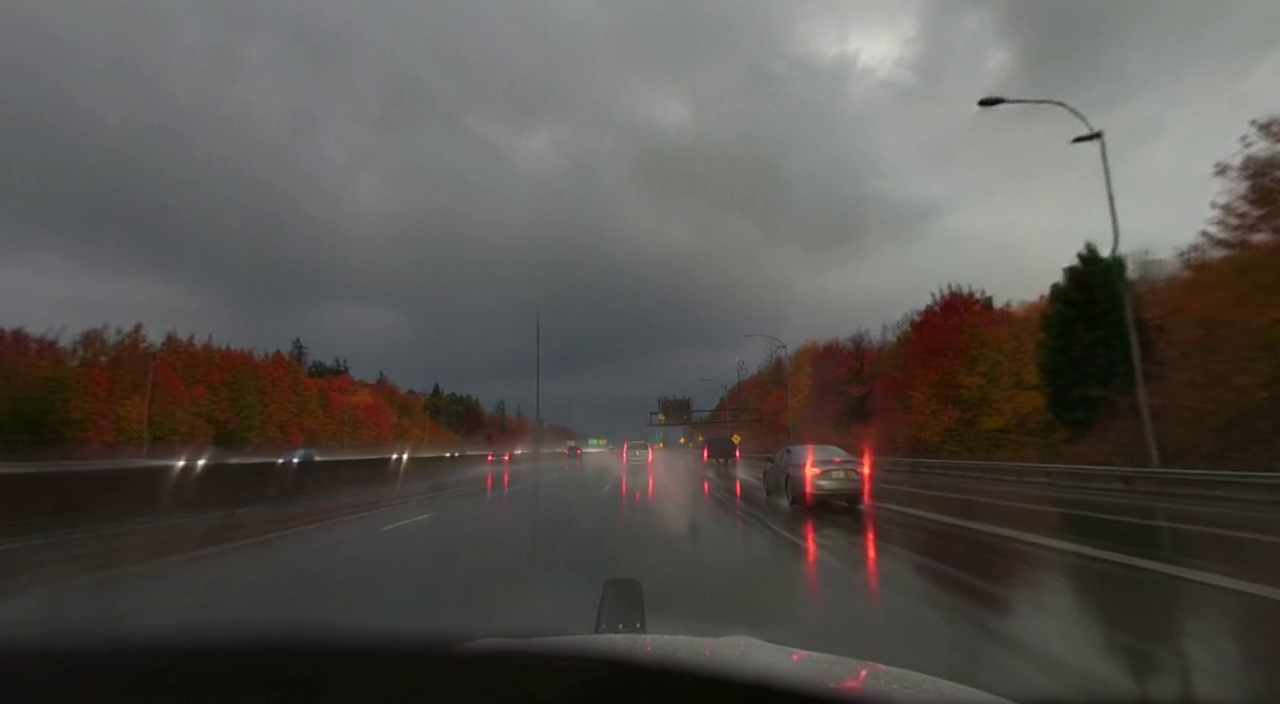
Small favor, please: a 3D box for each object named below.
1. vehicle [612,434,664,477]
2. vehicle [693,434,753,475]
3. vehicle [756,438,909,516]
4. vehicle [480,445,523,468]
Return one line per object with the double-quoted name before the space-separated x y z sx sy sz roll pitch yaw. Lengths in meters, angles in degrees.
"vehicle" -0.054 5.120 31.423 2.372 1.957 5.121 0 -9 0
"vehicle" 4.292 5.457 33.620 2.388 1.998 5.749 0 -9 0
"vehicle" 4.216 2.827 14.763 2.057 1.508 4.767 0 -9 0
"vehicle" -9.879 7.503 45.288 1.989 1.529 4.433 0 -9 1
